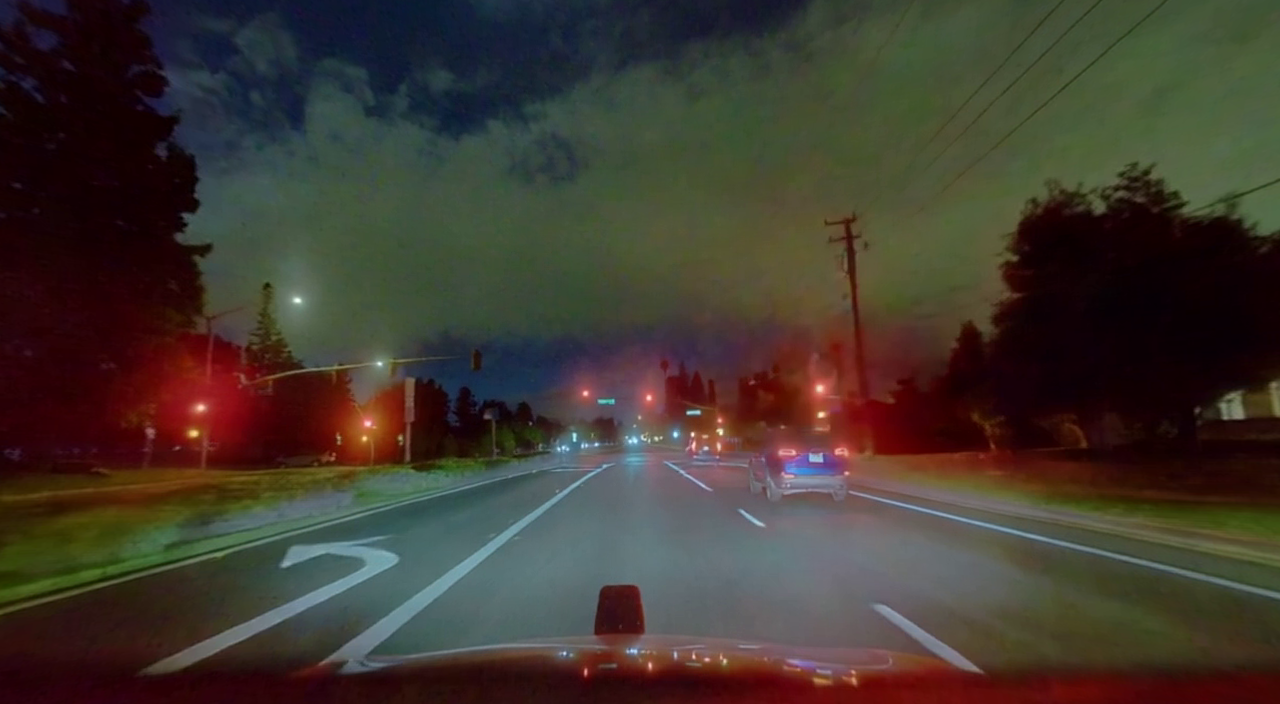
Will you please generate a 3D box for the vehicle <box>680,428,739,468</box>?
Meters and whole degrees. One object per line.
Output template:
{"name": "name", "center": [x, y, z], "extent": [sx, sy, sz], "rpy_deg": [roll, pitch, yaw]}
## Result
{"name": "vehicle", "center": [3.316, 4.755, 31.205], "extent": [2.229, 1.795, 4.927], "rpy_deg": [0, -9, -2]}
